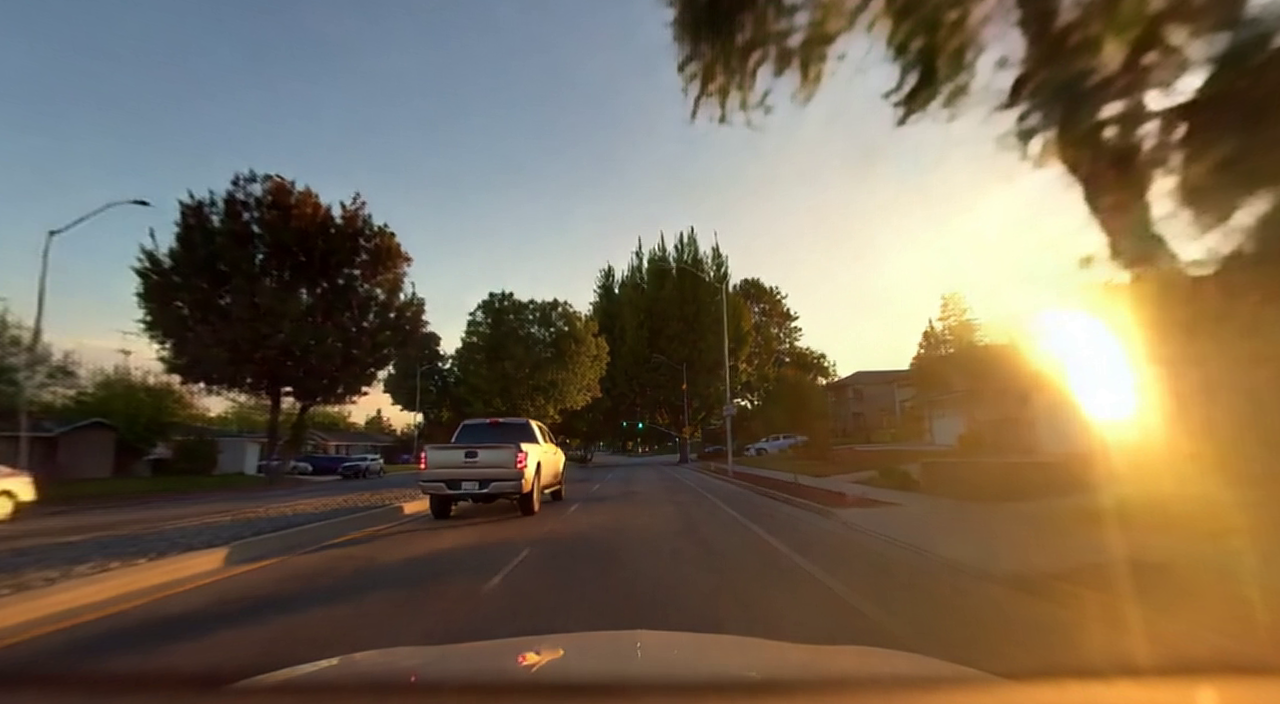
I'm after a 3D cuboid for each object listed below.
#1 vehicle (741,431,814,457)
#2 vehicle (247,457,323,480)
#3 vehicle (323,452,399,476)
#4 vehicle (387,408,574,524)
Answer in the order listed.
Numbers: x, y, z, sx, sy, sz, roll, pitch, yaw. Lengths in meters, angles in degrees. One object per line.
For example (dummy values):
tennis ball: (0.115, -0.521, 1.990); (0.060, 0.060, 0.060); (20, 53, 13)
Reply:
vehicle: (10.215, 6.891, 47.181); (4.882, 1.839, 2.243); (1, -9, -6)
vehicle: (-26.795, 8.781, 47.810); (4.497, 1.634, 1.991); (0, -9, -2)
vehicle: (-21.171, 8.492, 48.085); (4.669, 1.745, 2.156); (0, -9, 1)
vehicle: (-3.087, 2.432, 14.001); (2.508, 2.001, 5.880); (0, -9, 1)
